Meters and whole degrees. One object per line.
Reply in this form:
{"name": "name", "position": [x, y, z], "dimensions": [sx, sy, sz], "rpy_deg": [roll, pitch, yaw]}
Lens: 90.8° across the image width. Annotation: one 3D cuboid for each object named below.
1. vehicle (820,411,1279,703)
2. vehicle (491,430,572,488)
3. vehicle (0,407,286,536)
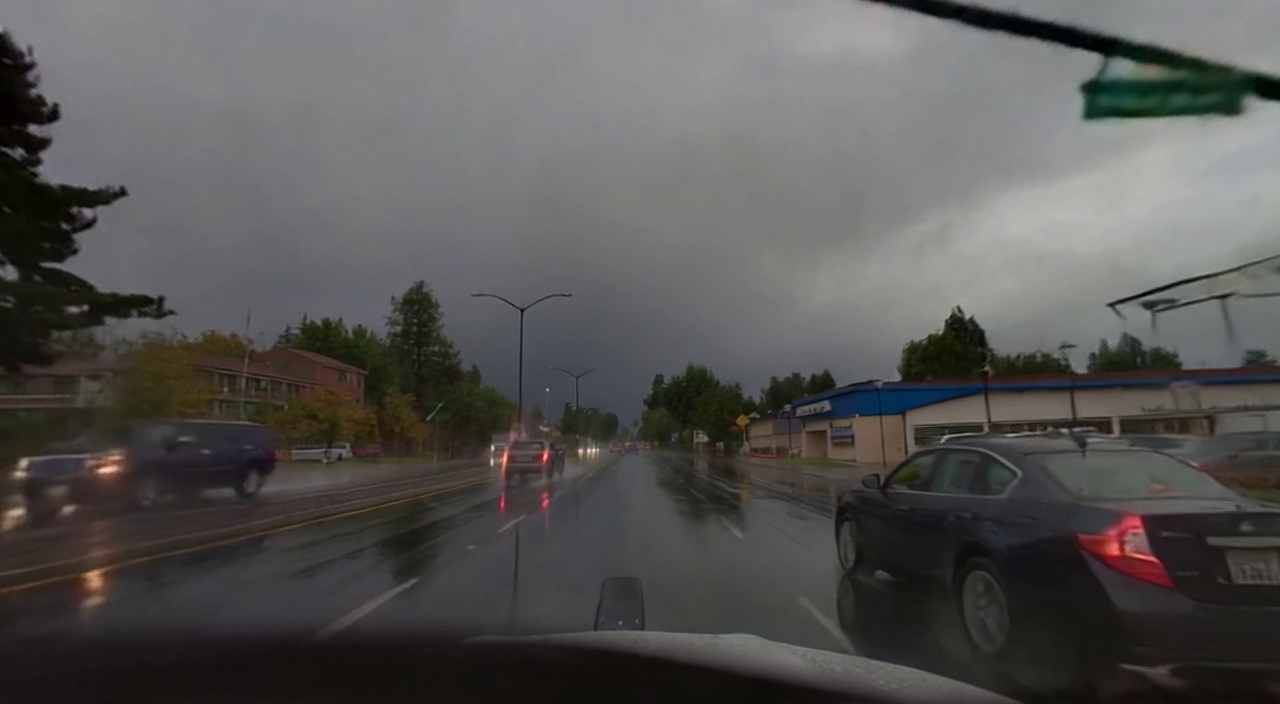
{"name": "vehicle", "position": [3.200, 1.364, 5.160], "dimensions": [1.975, 1.502, 4.787], "rpy_deg": [0, -8, -1]}
{"name": "vehicle", "position": [-3.683, 3.745, 22.366], "dimensions": [1.997, 1.806, 4.500], "rpy_deg": [0, -8, 1]}
{"name": "vehicle", "position": [-9.570, 2.234, 12.366], "dimensions": [2.301, 1.926, 5.183], "rpy_deg": [-2, -9, 0]}
